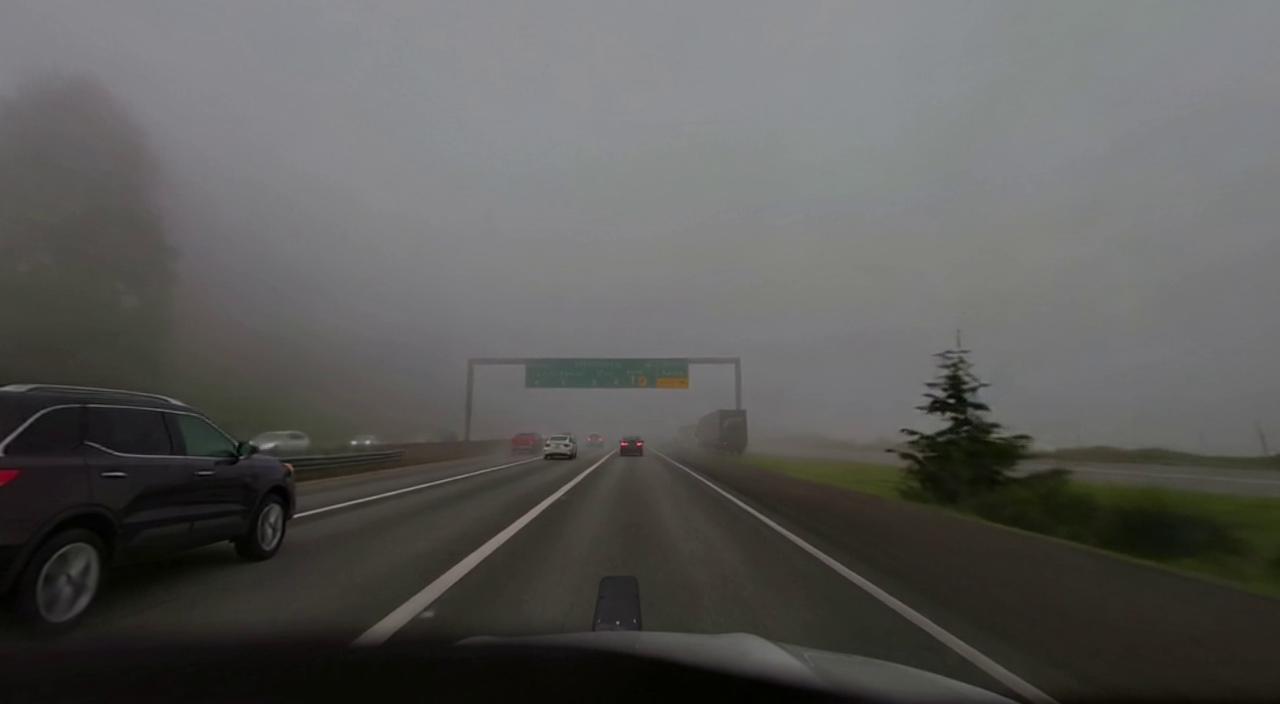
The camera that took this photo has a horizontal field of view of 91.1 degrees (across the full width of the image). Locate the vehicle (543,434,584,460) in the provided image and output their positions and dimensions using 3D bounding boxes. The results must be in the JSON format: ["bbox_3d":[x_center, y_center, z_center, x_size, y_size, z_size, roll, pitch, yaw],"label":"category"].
[{"bbox_3d":[-4.359,5.466,36.403,1.909,1.445,4.087,0,-8,0],"label":"vehicle"}]

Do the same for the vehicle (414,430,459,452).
[{"bbox_3d":[-16.085,7.031,49.983,2.070,1.653,4.378,0,-8,0],"label":"vehicle"}]

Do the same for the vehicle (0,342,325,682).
[{"bbox_3d":[-4.469,1.047,4.723,1.971,1.822,4.366,0,-8,-1],"label":"vehicle"}]

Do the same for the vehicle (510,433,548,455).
[{"bbox_3d":[-8.206,6.830,46.834,1.953,1.524,4.863,0,-8,0],"label":"vehicle"}]

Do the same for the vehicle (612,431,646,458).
[{"bbox_3d":[-0.658,5.778,39.516,2.002,1.611,3.778,0,-8,0],"label":"vehicle"}]
